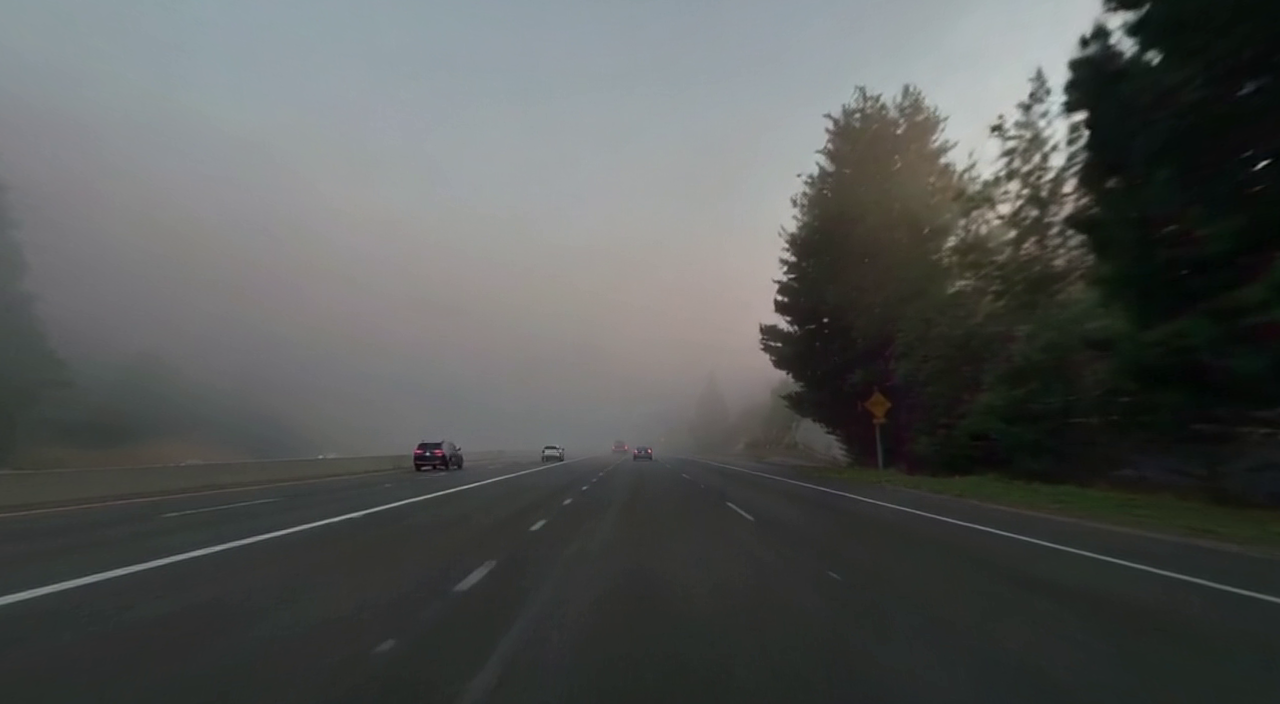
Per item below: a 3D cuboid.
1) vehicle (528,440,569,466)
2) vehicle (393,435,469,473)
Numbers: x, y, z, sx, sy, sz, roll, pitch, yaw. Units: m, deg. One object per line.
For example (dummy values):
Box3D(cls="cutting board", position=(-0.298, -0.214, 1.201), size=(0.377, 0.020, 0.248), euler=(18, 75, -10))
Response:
Box3D(cls="vehicle", position=(-6.245, 6.955, 43.519), size=(2.080, 1.694, 4.279), euler=(0, -9, 2))
Box3D(cls="vehicle", position=(-10.526, 5.165, 32.249), size=(2.195, 1.795, 4.659), euler=(0, -9, 1))
